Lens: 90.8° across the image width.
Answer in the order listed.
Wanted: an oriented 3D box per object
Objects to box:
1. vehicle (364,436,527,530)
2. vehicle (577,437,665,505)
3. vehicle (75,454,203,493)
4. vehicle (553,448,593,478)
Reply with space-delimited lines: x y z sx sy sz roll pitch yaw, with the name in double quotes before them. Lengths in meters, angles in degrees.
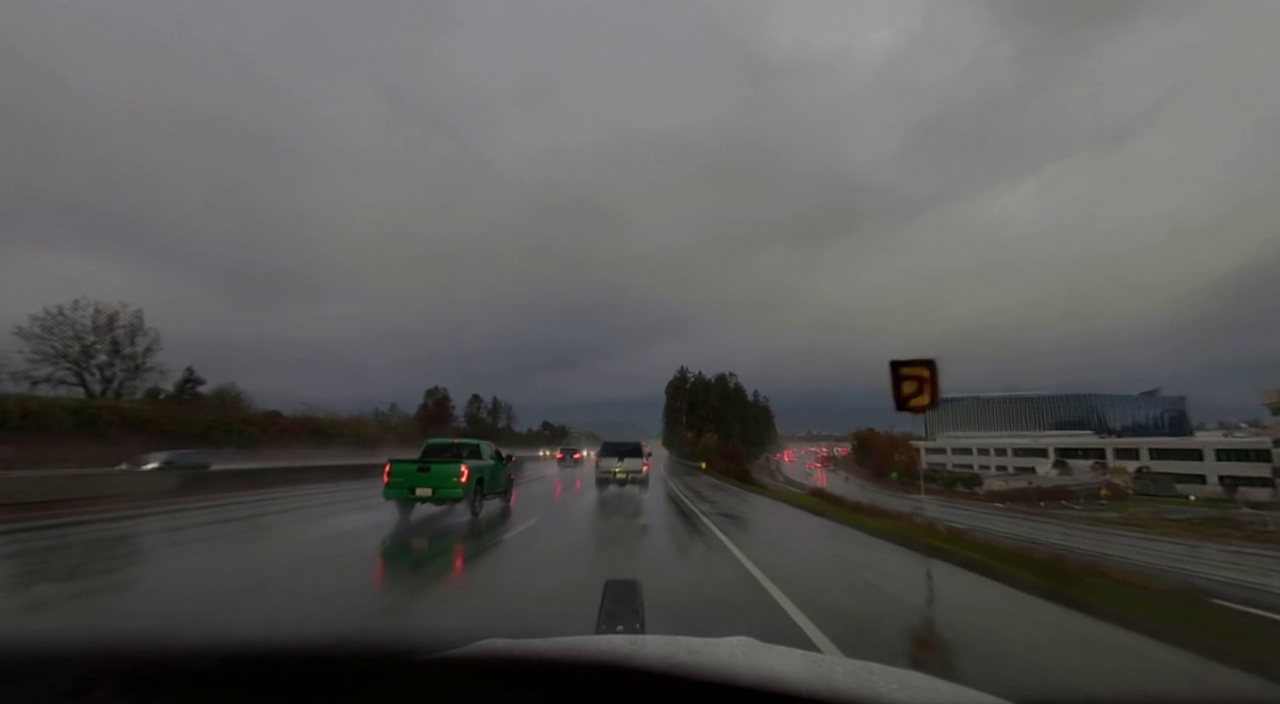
"vehicle" -4.048 2.798 14.276 2.038 1.704 5.181 0 -8 0
"vehicle" -0.470 3.429 18.680 2.293 1.753 4.380 0 -8 1
"vehicle" -21.323 5.137 27.144 1.851 1.473 4.376 0 -9 1
"vehicle" -4.225 7.055 40.428 1.991 1.776 4.333 0 -8 2
